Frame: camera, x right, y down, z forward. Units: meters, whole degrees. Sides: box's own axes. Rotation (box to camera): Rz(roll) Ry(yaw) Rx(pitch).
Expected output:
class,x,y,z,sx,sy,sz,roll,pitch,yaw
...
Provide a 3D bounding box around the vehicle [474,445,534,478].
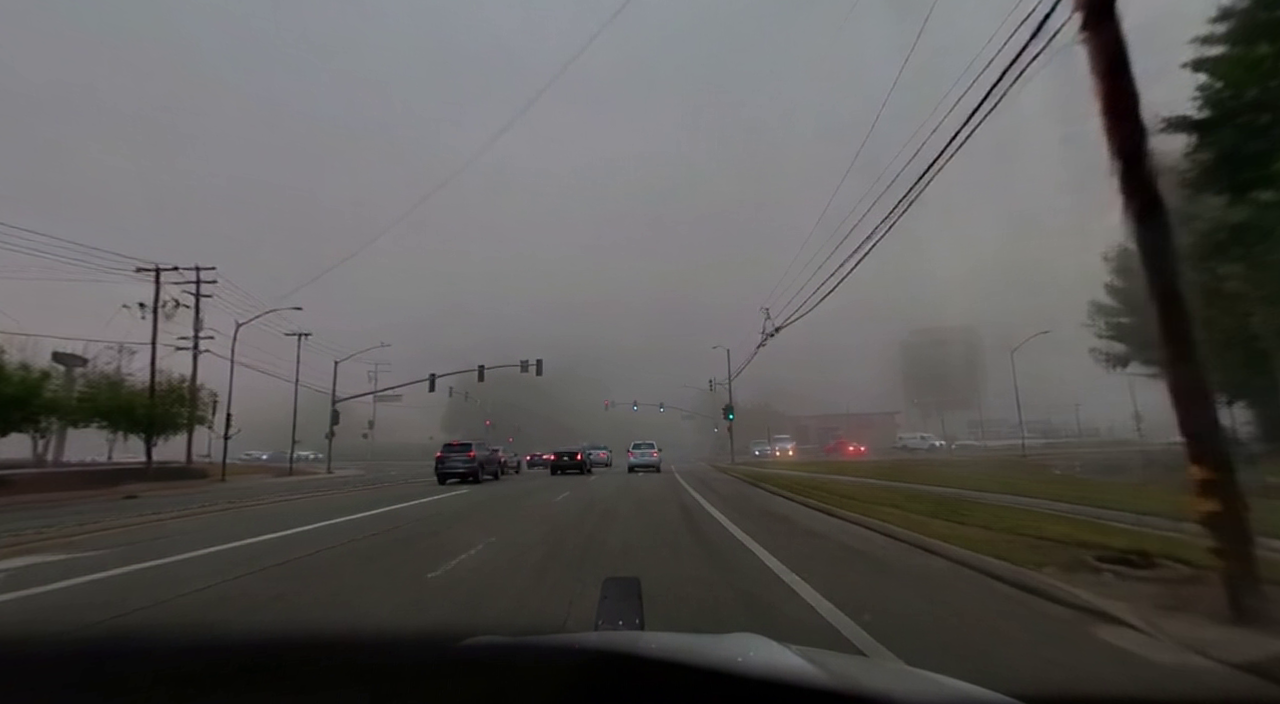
class,x,y,z,sx,sy,sz,roll,pitch,yaw
vehicle,-6.945,5.625,32.773,1.912,1.573,4.299,-1,-8,4

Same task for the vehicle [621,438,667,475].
class,x,y,z,sx,sy,sz,roll,pitch,yaw
vehicle,0.277,5.687,34.652,2.276,1.850,3.897,-1,-8,4

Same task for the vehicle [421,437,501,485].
class,x,y,z,sx,sy,sz,roll,pitch,yaw
vehicle,-7.052,4.308,25.293,1.860,1.754,4.089,0,-8,2

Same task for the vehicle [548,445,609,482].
class,x,y,z,sx,sy,sz,roll,pitch,yaw
vehicle,-2.624,4.889,27.994,2.064,1.464,4.373,-1,-8,3
